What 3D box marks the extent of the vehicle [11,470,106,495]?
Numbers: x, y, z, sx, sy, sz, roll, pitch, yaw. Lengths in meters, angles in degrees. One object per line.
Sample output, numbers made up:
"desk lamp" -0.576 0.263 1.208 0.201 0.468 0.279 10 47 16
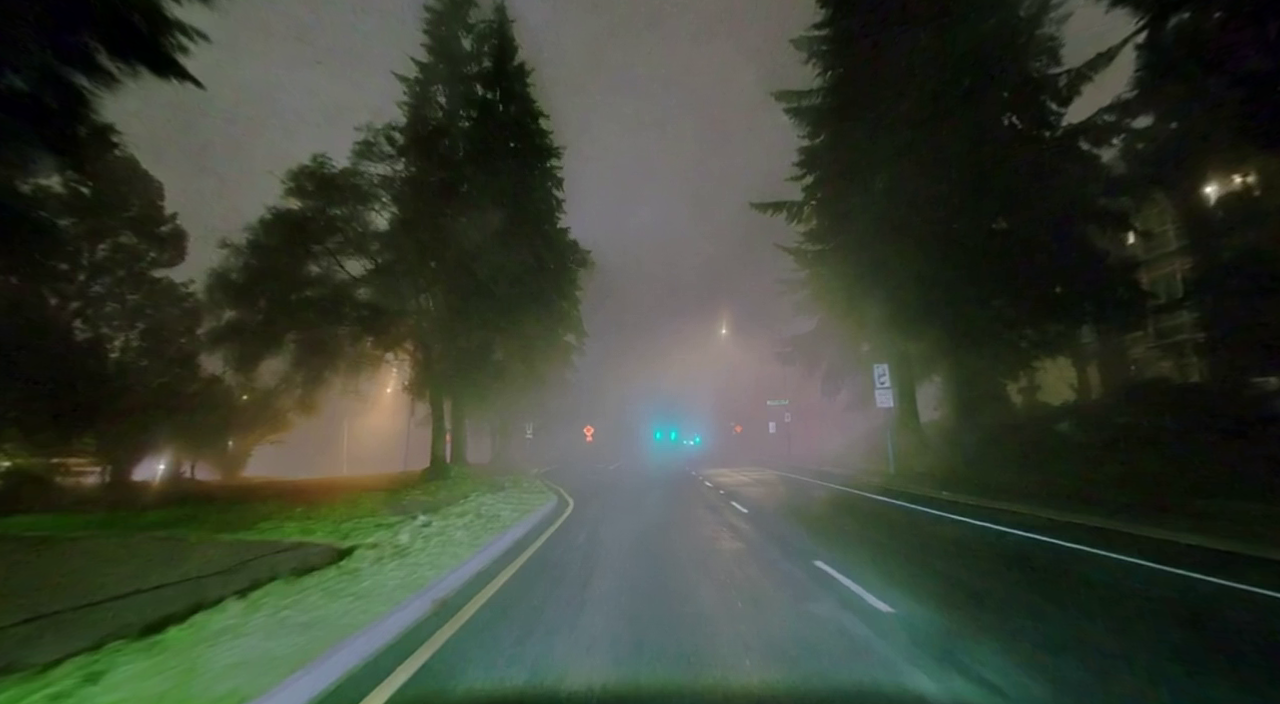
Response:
"vehicle" -39.567 8.850 43.042 1.896 1.408 4.446 0 -9 7
